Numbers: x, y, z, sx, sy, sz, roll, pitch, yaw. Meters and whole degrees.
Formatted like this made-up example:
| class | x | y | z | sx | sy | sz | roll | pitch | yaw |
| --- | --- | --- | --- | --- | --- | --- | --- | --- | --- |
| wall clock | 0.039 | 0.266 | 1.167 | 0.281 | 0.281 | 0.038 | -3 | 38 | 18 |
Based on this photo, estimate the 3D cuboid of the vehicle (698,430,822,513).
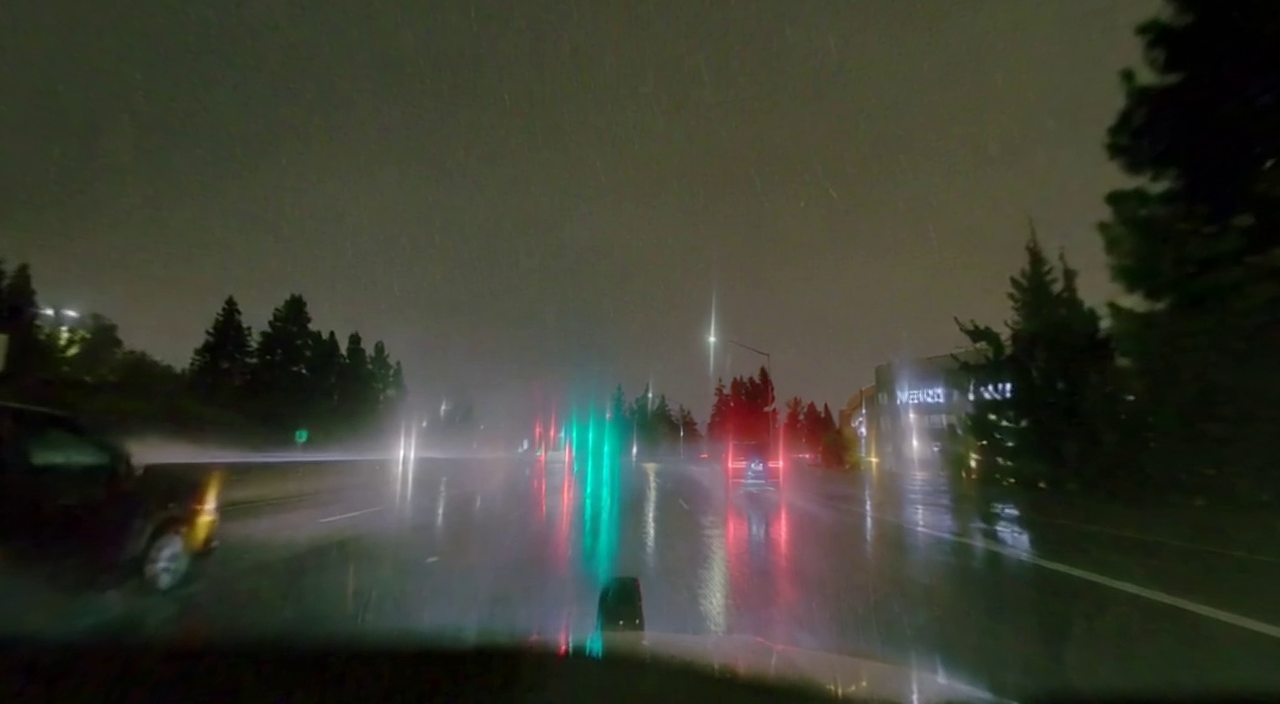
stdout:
| class | x | y | z | sx | sy | sz | roll | pitch | yaw |
| --- | --- | --- | --- | --- | --- | --- | --- | --- | --- |
| vehicle | 2.666 | 2.784 | 15.158 | 1.997 | 1.686 | 4.247 | 0 | -9 | -2 |

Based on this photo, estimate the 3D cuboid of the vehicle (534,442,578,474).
| class | x | y | z | sx | sy | sz | roll | pitch | yaw |
| --- | --- | --- | --- | --- | --- | --- | --- | --- | --- |
| vehicle | -5.047 | 6.446 | 38.763 | 2.160 | 1.794 | 4.646 | 0 | -9 | -1 |

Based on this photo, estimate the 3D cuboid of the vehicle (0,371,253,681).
| class | x | y | z | sx | sy | sz | roll | pitch | yaw |
| --- | --- | --- | --- | --- | --- | --- | --- | --- | --- |
| vehicle | -4.803 | 1.001 | 3.595 | 2.176 | 1.779 | 4.755 | 0 | -9 | 0 |
